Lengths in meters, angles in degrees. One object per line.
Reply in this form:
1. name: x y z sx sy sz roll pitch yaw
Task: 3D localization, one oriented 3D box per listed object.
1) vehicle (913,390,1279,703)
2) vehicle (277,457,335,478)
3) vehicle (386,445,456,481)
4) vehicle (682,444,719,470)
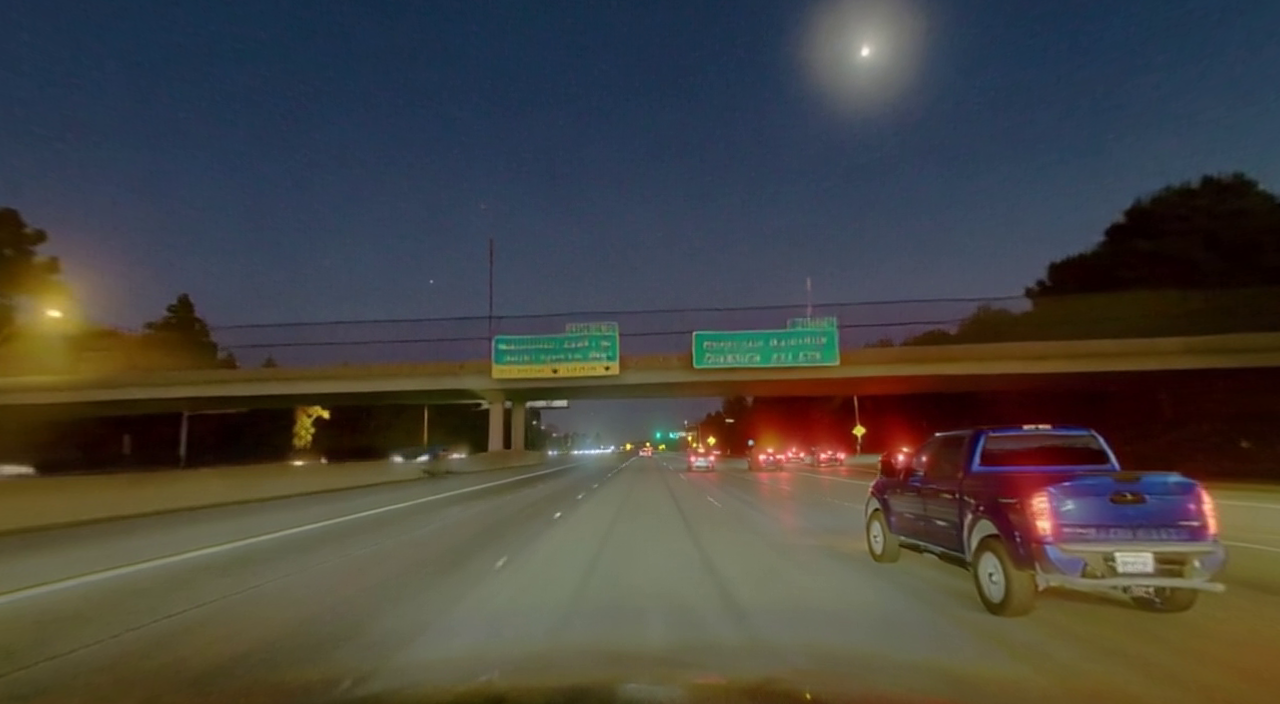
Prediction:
1. vehicle: 3.343 0.981 2.792 2.119 1.524 4.807 0 -8 0
2. vehicle: -25.551 8.835 48.453 1.845 1.475 4.734 0 -8 0
3. vehicle: -11.312 5.736 32.933 1.986 1.742 4.461 0 -8 1
4. vehicle: 3.984 7.010 42.235 2.014 1.643 4.039 0 -8 -1
